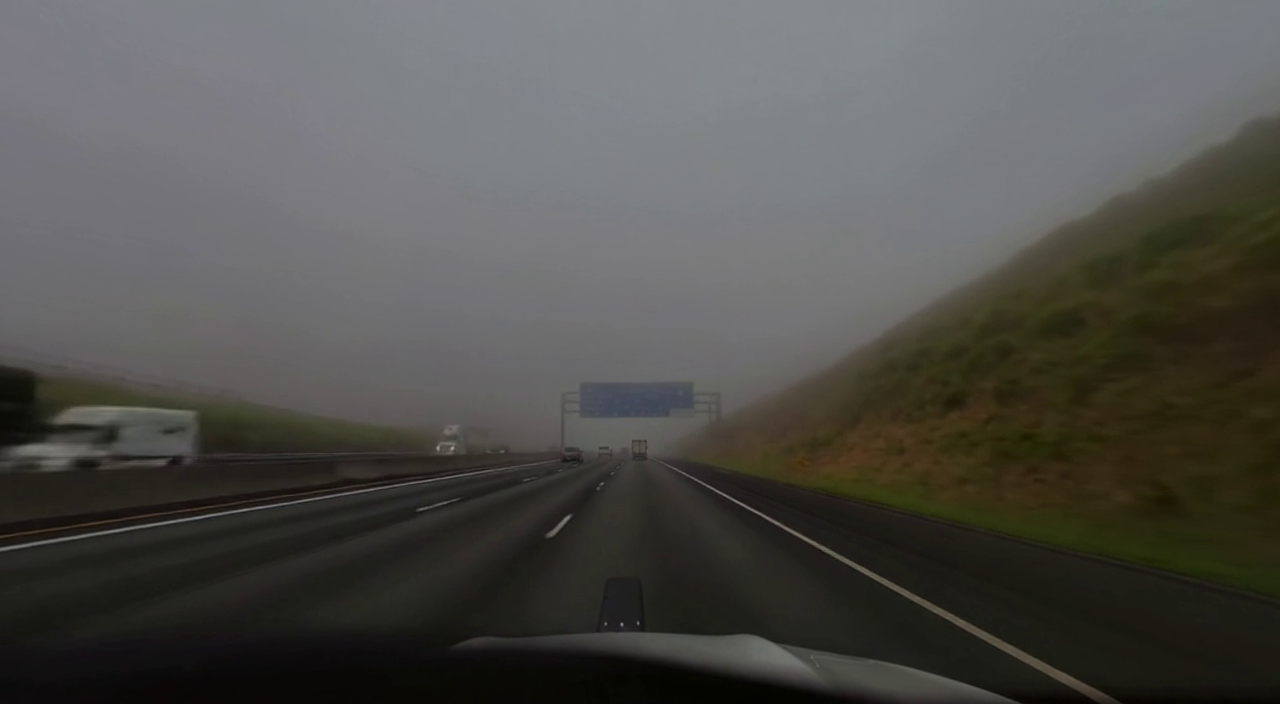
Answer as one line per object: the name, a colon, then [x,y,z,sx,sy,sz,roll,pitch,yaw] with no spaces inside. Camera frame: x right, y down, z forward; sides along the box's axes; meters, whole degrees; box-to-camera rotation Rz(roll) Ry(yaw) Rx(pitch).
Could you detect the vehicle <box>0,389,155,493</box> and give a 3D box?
vehicle: [-18.197,2.643,18.451,2.450,2.732,6.851,0,-9,0]
